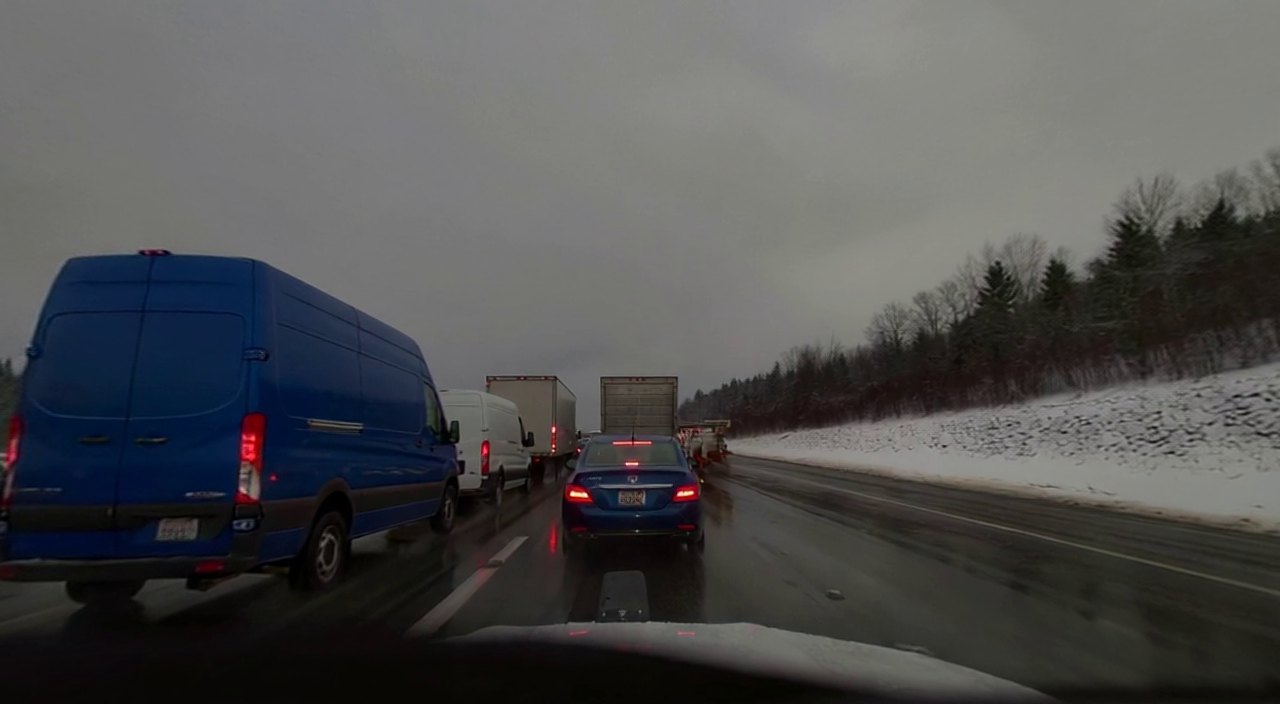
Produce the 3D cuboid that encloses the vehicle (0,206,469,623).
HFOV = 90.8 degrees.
[{"bbox_3d":[-4.049,0.871,7.673,2.254,2.879,6.656,0,-9,-2],"label":"vehicle"}]

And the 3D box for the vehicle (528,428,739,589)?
[{"bbox_3d":[-0.088,1.752,7.743,1.995,1.495,3.380,0,-9,-1],"label":"vehicle"}]
